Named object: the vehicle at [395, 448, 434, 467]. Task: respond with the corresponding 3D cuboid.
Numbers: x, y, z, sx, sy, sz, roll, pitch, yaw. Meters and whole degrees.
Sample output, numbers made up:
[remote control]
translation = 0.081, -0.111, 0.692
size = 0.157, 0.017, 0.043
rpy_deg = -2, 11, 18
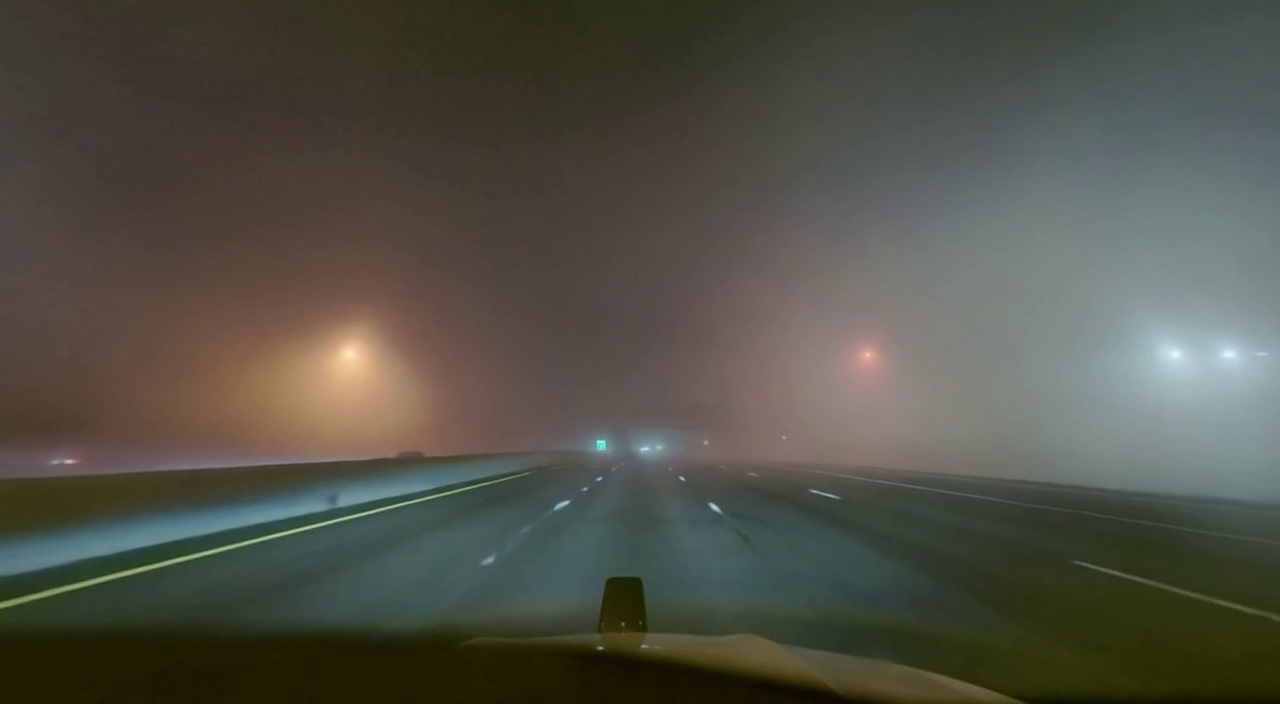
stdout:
[vehicle]
translation = -17.653, 8.244, 49.468
size = 1.652, 1.388, 3.530
rpy_deg = -1, -9, 2
